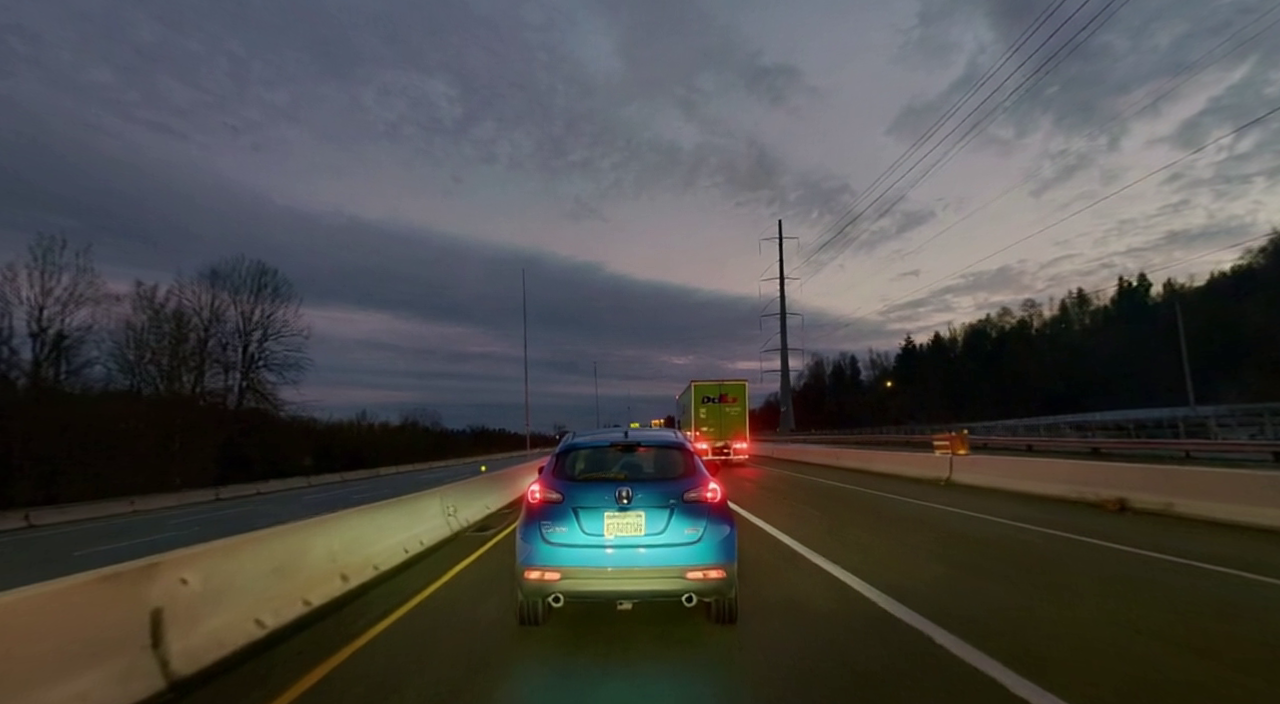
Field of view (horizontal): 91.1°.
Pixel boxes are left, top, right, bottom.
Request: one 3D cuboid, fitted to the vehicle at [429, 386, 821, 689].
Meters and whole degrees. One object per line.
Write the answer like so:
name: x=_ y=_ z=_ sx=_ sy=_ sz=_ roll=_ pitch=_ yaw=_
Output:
vehicle: x=-0.134 y=1.243 z=5.355 sx=2.062 sy=1.581 sz=3.914 roll=0 pitch=-8 yaw=-2
